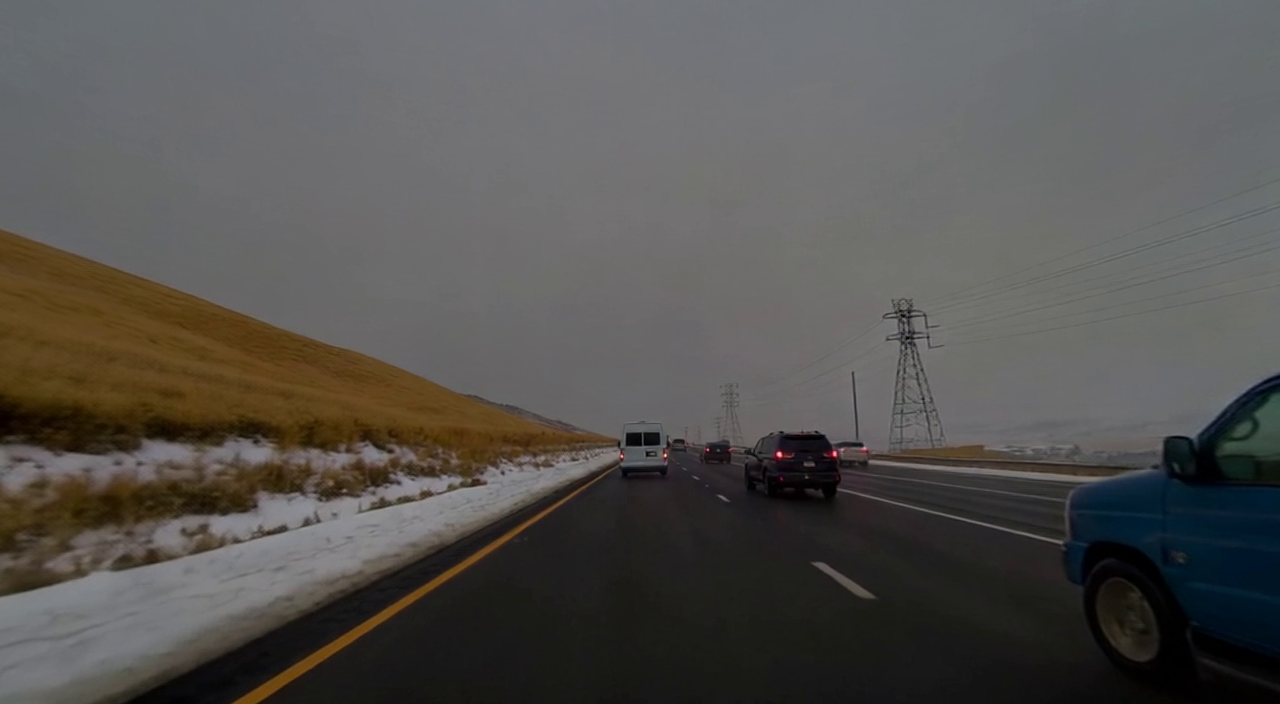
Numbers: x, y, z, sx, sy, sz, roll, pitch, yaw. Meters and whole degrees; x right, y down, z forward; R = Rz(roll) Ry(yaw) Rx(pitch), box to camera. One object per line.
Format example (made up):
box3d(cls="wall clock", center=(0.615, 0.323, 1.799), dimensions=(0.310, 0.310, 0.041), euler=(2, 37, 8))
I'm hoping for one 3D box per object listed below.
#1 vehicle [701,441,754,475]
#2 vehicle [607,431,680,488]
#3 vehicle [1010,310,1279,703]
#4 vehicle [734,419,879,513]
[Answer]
box3d(cls="vehicle", center=(4.092, 5.029, 30.117), dimensions=(1.938, 1.466, 4.356), euler=(0, -9, 0))
box3d(cls="vehicle", center=(0.159, 3.700, 21.963), dimensions=(2.268, 1.772, 4.523), euler=(0, -9, 1))
box3d(cls="vehicle", center=(3.963, 0.619, 1.441), dimensions=(2.691, 1.901, 5.744), euler=(0, -9, -1))
box3d(cls="vehicle", center=(3.605, 2.575, 14.690), dimensions=(2.139, 1.821, 4.480), euler=(0, -8, 0))
